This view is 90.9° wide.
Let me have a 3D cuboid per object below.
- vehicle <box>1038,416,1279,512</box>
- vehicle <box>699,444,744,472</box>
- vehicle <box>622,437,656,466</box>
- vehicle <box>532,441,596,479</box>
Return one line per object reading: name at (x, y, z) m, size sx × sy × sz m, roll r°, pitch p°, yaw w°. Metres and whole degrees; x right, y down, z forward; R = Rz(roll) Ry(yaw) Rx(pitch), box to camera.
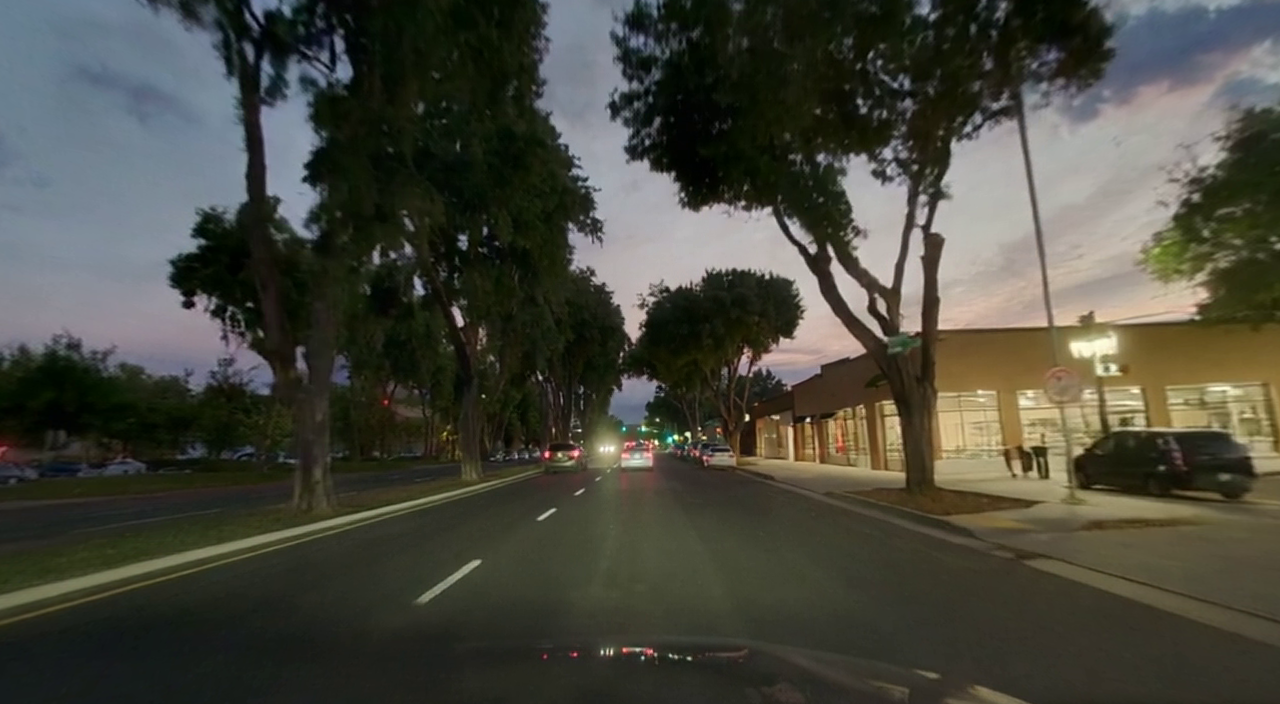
vehicle at (10.134, 2.081, 12.159) m, size 1.998 × 1.494 × 4.411 m, roll 0°, pitch -8°, yaw -1°
vehicle at (4.494, 5.887, 35.346) m, size 1.896 × 1.451 × 4.329 m, roll 0°, pitch -8°, yaw 0°
vehicle at (-0.084, 6.492, 41.138) m, size 2.075 × 1.770 × 4.018 m, roll 0°, pitch -8°, yaw 0°
vehicle at (-3.227, 4.683, 27.637) m, size 2.151 × 1.484 × 4.468 m, roll 0°, pitch -8°, yaw 1°
